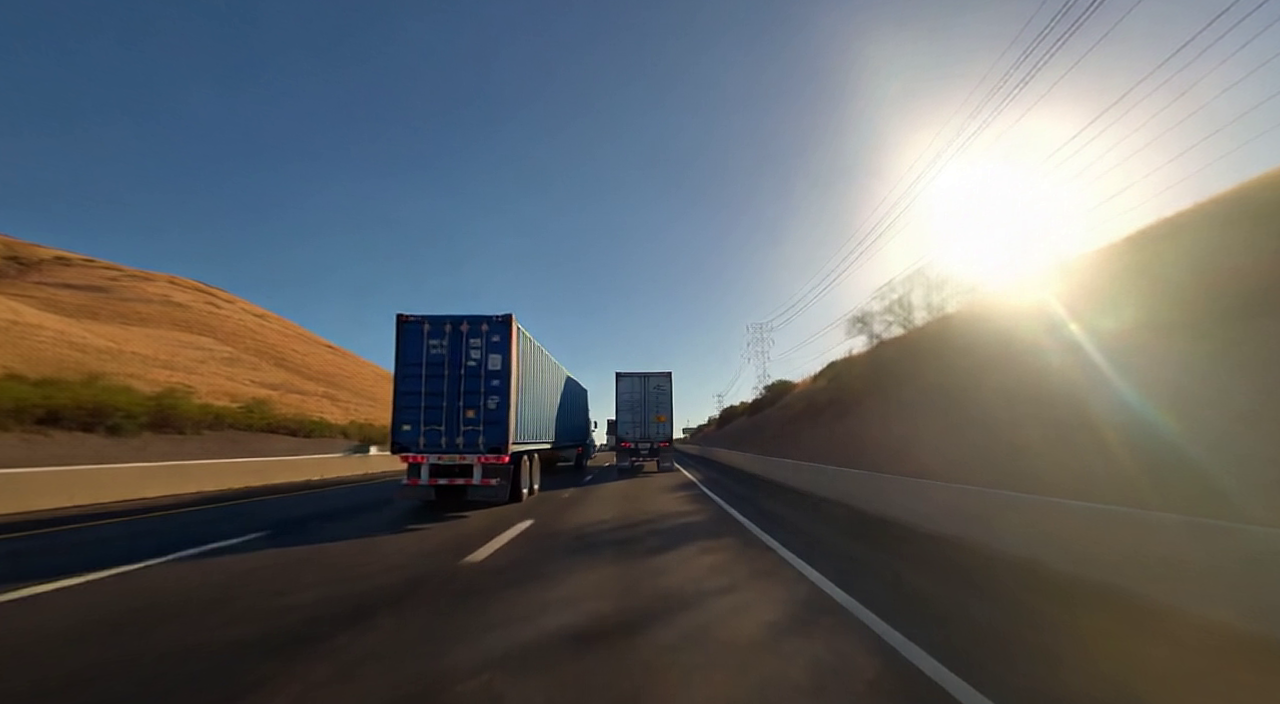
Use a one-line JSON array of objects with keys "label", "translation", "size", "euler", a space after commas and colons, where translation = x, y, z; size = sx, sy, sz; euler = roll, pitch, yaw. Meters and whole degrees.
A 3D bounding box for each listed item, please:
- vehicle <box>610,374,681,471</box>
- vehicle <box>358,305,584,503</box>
[{"label": "vehicle", "translation": [0.112, 3.812, 32.463], "size": [3.006, 4.120, 11.586], "euler": [0, -8, -1]}, {"label": "vehicle", "translation": [-4.078, 2.005, 19.836], "size": [3.065, 4.105, 13.706], "euler": [0, -8, 1]}]
